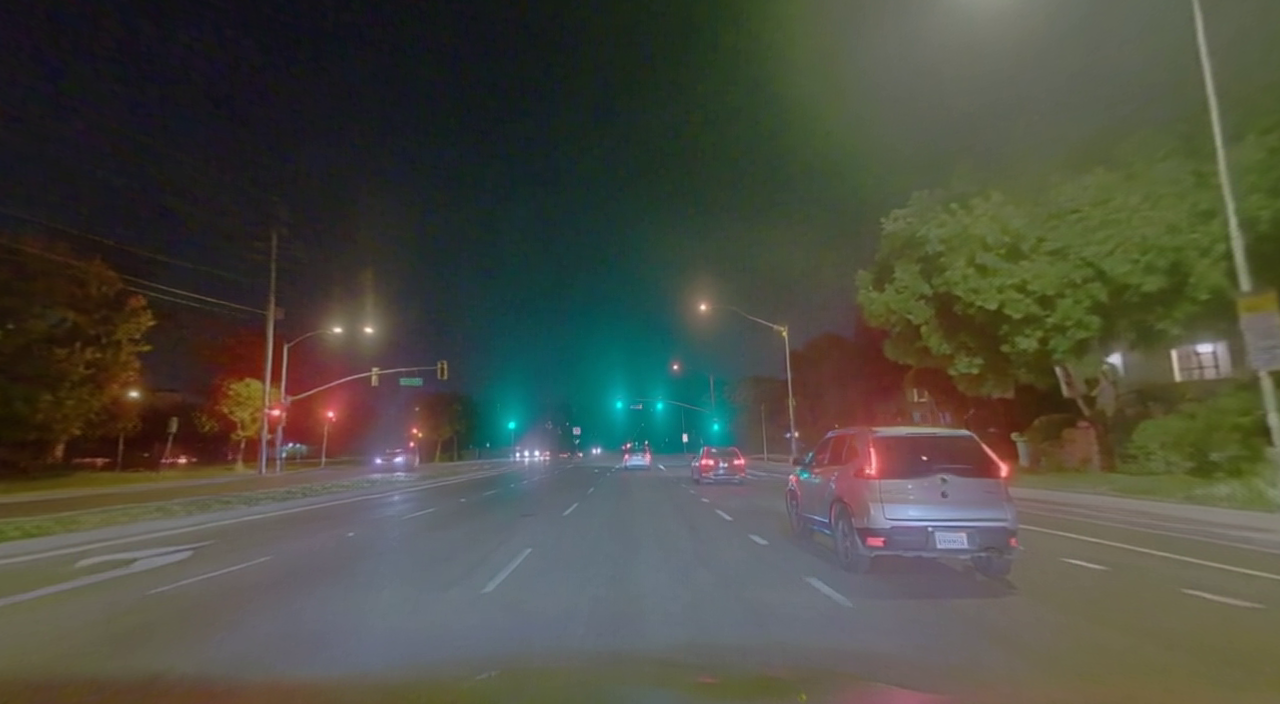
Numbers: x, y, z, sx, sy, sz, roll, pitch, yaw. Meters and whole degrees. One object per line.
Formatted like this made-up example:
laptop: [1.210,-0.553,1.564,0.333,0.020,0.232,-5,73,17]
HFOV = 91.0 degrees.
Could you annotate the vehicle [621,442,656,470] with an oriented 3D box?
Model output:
vehicle: [-0.129,6.755,40.974,2.146,1.685,4.003,0,-9,-1]

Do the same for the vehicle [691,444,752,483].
vehicle: [3.194,4.443,25.382,1.889,1.451,4.180,0,-9,0]

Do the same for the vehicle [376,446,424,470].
vehicle: [-18.809,8.334,49.590,2.071,1.746,4.444,0,-9,-1]

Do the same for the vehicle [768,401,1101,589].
vehicle: [3.265,1.703,8.334,2.129,1.761,4.610,0,-9,0]
